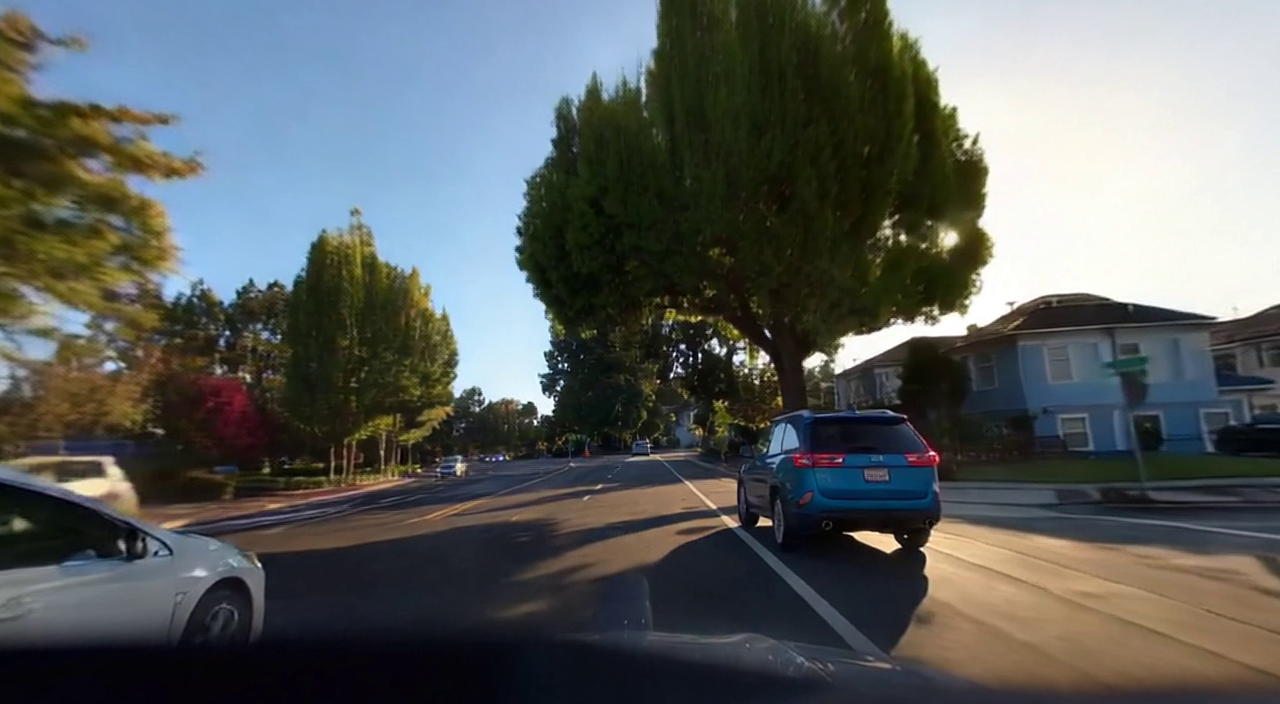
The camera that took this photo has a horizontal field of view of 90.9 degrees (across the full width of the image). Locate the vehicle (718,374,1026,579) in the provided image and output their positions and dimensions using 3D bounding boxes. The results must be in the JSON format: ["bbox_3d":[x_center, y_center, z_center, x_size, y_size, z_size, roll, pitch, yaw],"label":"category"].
[{"bbox_3d":[2.691,1.668,9.232,2.338,2.063,5.592,0,-8,0],"label":"vehicle"}]

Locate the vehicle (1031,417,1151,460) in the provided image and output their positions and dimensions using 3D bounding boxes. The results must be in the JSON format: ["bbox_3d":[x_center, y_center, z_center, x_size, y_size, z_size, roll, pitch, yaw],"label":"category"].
[{"bbox_3d":[16.939,3.289,23.892,1.822,1.496,3.560,0,-8,-1],"label":"vehicle"}]

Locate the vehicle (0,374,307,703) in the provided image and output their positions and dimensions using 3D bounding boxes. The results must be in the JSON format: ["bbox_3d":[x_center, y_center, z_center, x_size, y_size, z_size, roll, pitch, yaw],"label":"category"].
[{"bbox_3d":[-3.341,0.879,2.007,2.058,1.659,4.514,0,-8,0],"label":"vehicle"}]

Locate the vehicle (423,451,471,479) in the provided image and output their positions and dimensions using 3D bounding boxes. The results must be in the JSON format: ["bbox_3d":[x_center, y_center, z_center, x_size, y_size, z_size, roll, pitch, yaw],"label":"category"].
[{"bbox_3d":[-13.261,7.757,43.542,2.002,1.729,4.441,0,-8,-2],"label":"vehicle"}]
